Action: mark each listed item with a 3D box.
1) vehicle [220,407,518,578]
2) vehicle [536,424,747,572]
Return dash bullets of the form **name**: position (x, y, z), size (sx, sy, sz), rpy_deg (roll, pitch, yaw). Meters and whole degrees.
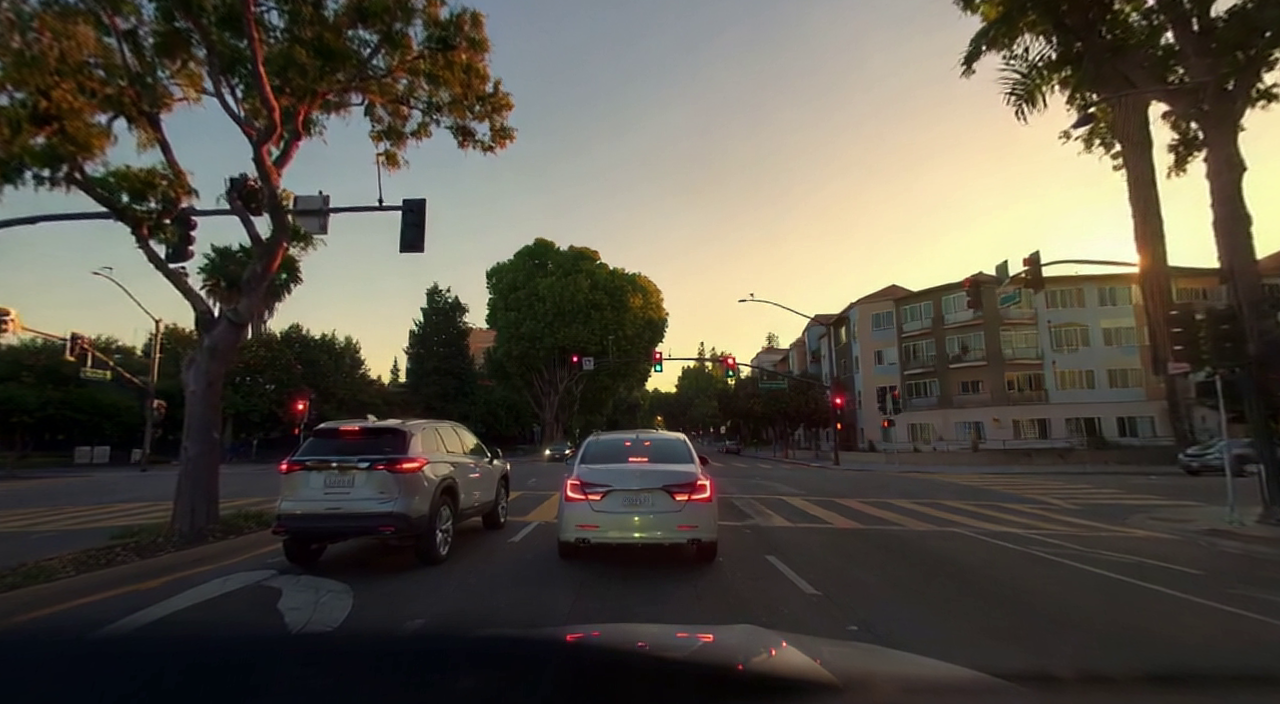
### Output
- **vehicle**: position (-3.185, 1.753, 8.698), size (2.081, 1.719, 4.434), rpy_deg (0, -8, 0)
- **vehicle**: position (0.017, 1.811, 8.554), size (2.190, 1.522, 3.850), rpy_deg (0, -8, 0)
